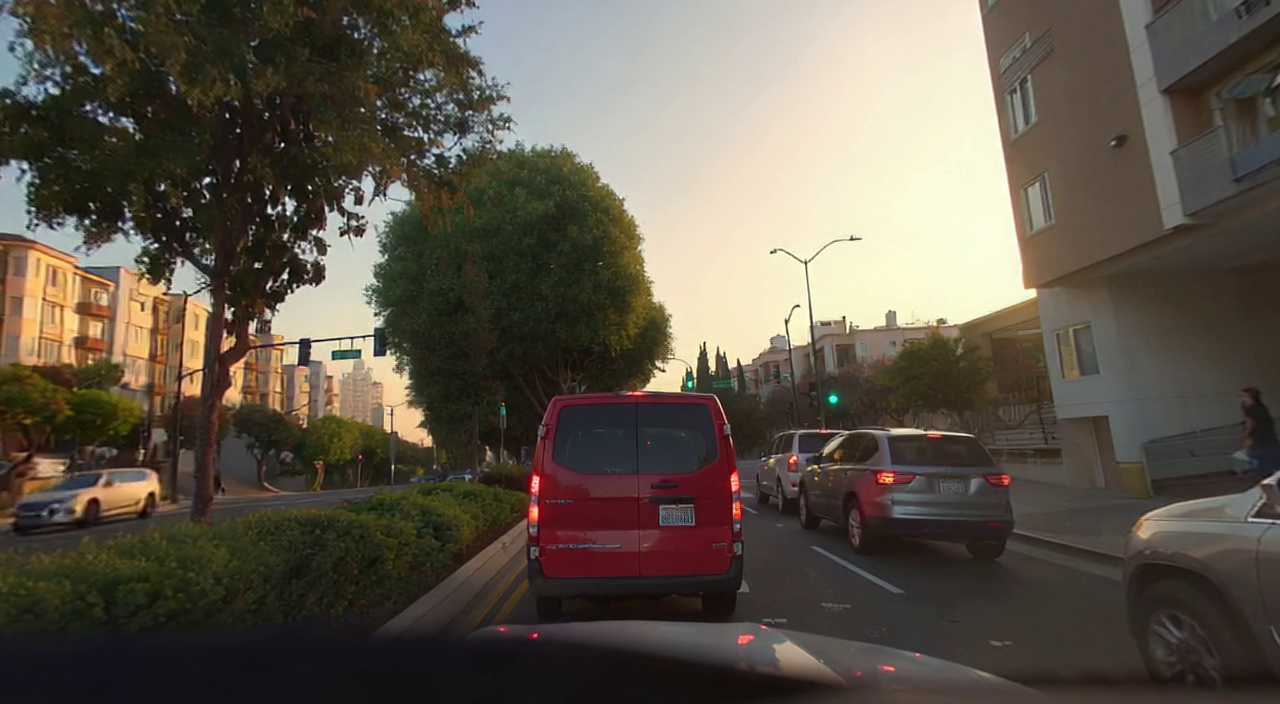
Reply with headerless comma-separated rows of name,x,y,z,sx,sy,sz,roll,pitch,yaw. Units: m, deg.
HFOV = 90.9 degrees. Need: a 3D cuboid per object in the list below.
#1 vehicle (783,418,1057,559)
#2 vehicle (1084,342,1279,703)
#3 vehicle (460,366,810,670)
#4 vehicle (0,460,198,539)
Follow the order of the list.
vehicle,3.917,2.000,10.016,2.061,1.676,4.734,0,-9,-2
vehicle,3.803,0.692,1.735,2.157,1.748,4.130,0,-9,1
vehicle,-0.032,1.321,6.031,2.101,1.828,4.270,0,-9,0
vehicle,-12.906,3.382,15.097,1.852,1.485,4.428,1,-9,-7
